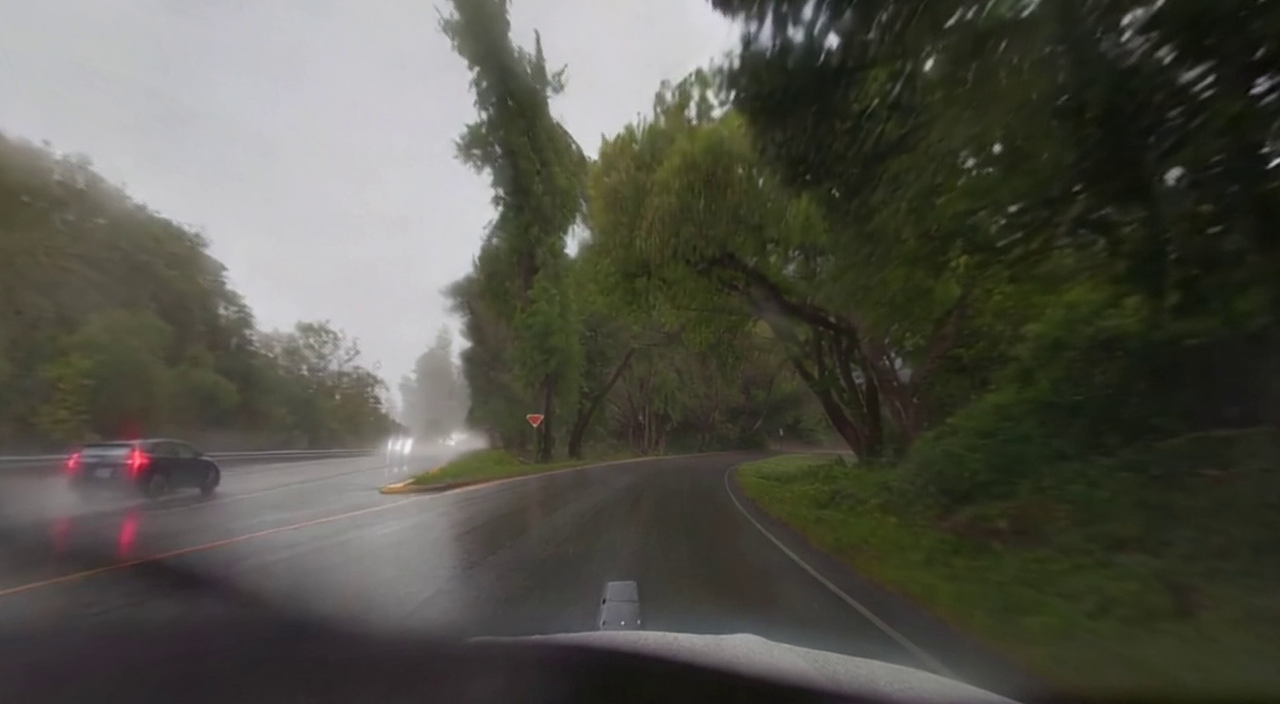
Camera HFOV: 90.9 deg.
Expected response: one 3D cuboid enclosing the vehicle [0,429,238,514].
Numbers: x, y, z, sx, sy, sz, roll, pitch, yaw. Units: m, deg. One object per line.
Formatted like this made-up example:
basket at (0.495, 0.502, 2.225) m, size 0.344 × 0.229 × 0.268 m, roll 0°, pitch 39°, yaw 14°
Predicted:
vehicle at (-11.189, 2.547, 13.967) m, size 2.015 × 1.517 × 4.991 m, roll 1°, pitch -9°, yaw -10°
